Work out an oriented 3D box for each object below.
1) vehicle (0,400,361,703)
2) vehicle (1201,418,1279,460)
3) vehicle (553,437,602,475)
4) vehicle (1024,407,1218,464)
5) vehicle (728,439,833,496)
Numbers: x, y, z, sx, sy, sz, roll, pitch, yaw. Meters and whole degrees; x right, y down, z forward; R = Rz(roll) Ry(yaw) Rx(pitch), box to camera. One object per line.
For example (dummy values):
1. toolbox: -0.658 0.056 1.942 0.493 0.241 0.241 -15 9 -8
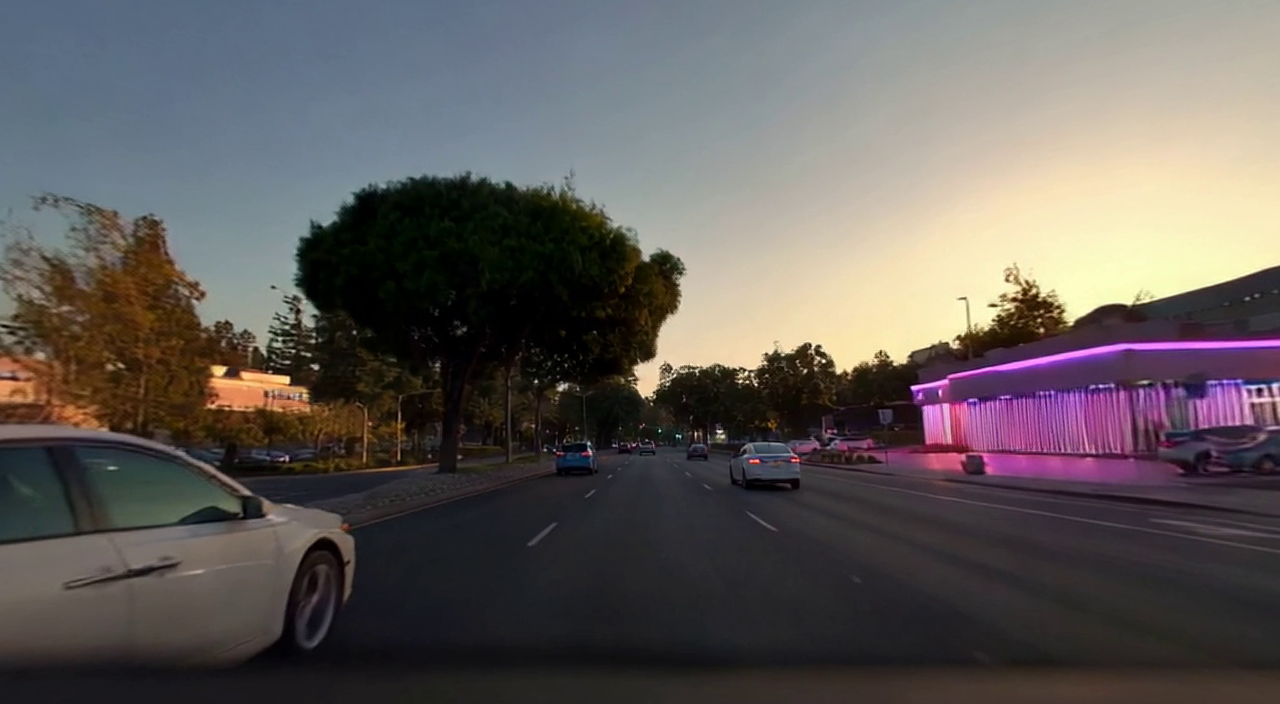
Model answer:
1. vehicle: -3.012 0.887 1.905 2.082 1.460 4.922 0 -8 0
2. vehicle: 26.475 3.612 26.145 2.047 1.662 4.510 0 -8 -2
3. vehicle: -3.109 5.277 32.195 1.981 1.731 4.360 -1 -8 1
4. vehicle: 20.456 3.681 27.543 2.705 2.011 7.332 -3 -8 1
5. vehicle: 4.049 3.403 19.095 2.036 1.480 4.659 0 -8 -1
